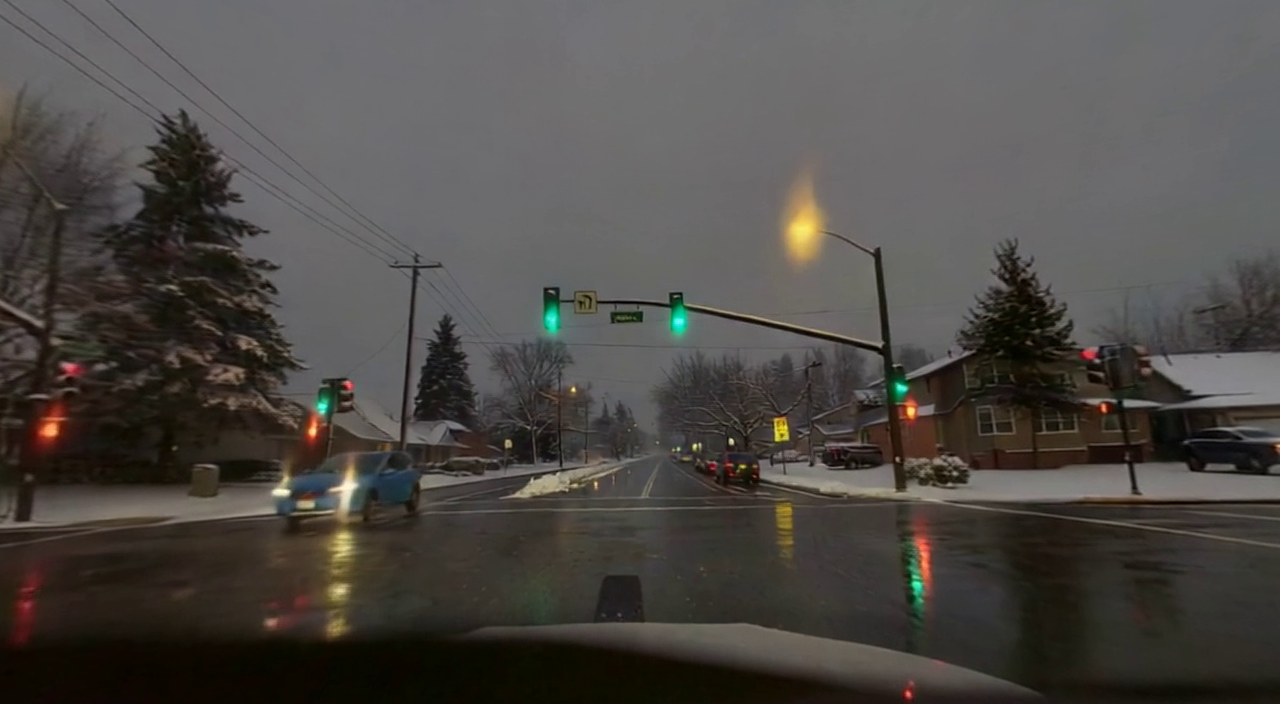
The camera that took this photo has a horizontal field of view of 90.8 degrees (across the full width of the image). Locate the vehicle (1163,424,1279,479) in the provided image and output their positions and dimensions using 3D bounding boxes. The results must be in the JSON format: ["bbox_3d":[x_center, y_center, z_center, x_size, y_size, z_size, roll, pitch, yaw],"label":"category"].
[{"bbox_3d":[22.620,3.691,23.624,1.964,1.858,4.881,0,-8,2],"label":"vehicle"}]

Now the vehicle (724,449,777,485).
[{"bbox_3d":[5.487,5.746,31.922,1.891,1.611,4.269,0,-8,0],"label":"vehicle"}]

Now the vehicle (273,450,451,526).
[{"bbox_3d":[-6.846,3.377,16.380,2.270,1.605,4.958,0,-8,1],"label":"vehicle"}]
